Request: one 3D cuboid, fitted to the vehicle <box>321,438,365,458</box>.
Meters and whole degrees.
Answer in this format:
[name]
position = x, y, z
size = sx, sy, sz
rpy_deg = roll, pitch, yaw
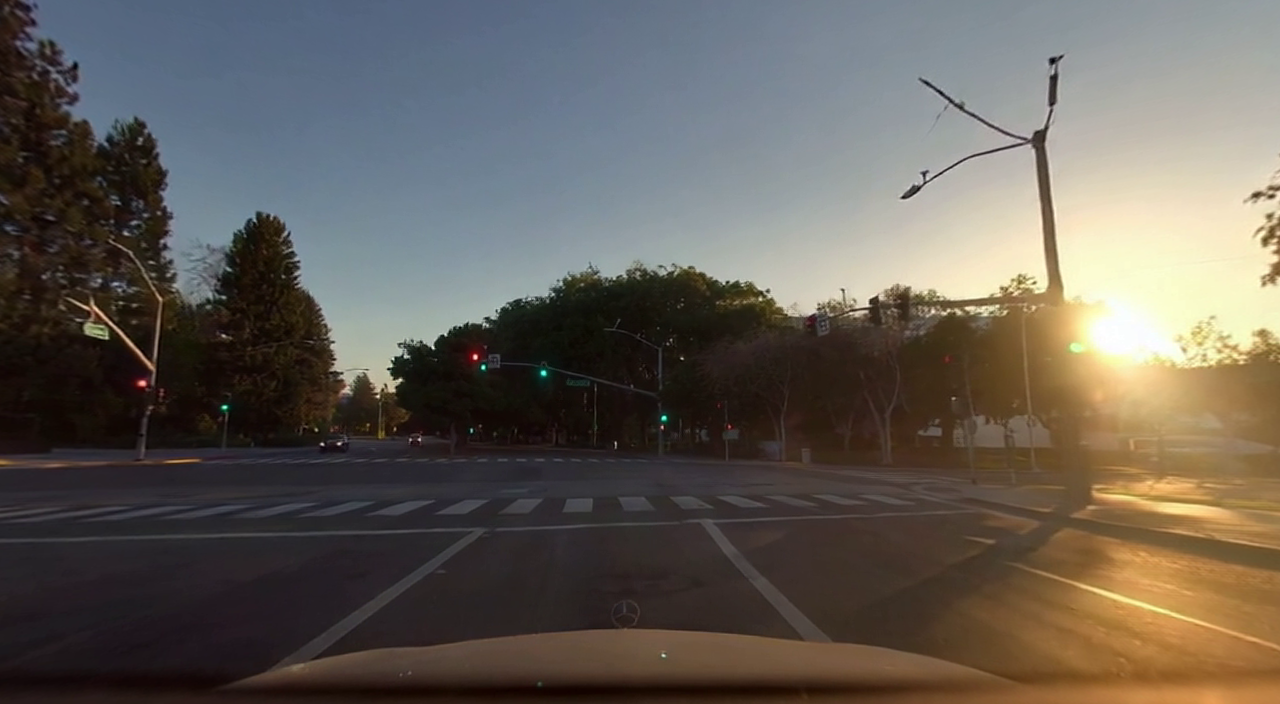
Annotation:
[vehicle]
position = -22.778, 7.368, 48.601
size = 1.918, 1.432, 4.433
rpy_deg = 1, -9, -10
